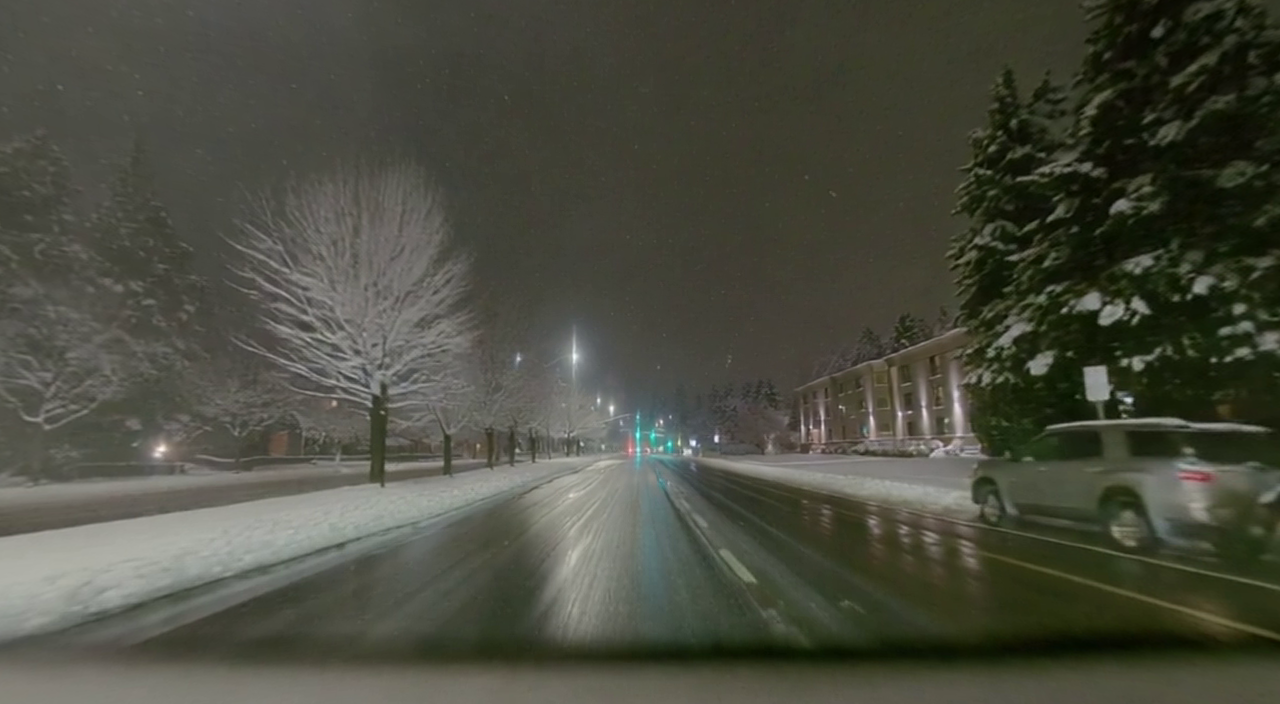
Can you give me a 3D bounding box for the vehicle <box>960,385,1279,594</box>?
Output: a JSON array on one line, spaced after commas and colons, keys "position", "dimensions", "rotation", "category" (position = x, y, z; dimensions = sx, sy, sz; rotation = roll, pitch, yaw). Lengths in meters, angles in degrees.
[{"position": [7.149, 1.799, 9.038], "dimensions": [2.278, 2.069, 5.393], "rotation": [0, -9, 0], "category": "vehicle"}]
